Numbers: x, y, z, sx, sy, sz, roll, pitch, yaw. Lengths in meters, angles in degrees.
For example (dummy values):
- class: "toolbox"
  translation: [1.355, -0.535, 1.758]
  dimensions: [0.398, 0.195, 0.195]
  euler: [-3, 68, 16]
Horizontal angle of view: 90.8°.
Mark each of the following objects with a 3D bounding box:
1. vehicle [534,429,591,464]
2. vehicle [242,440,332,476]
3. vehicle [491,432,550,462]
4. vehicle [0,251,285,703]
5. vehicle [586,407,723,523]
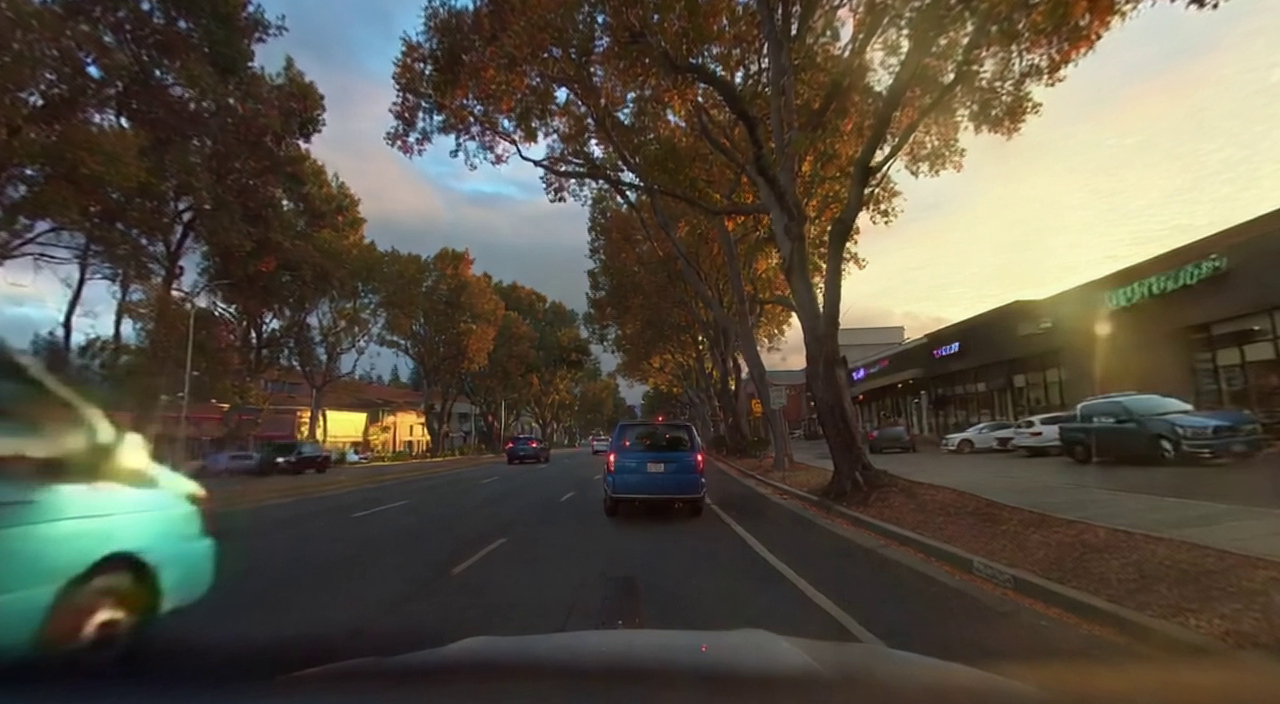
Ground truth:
- class: "vehicle"
  translation: [-4.478, 5.621, 37.523]
  dimensions: [2.154, 1.902, 4.735]
  euler: [-1, -9, 8]
- class: "vehicle"
  translation: [-20.065, 6.032, 36.202]
  dimensions: [2.033, 1.923, 4.658]
  euler: [-1, -9, 6]
- class: "vehicle"
  translation: [-7.517, 6.034, 40.344]
  dimensions: [2.243, 1.783, 4.600]
  euler: [-2, -8, 9]
- class: "vehicle"
  translation: [-3.717, 0.523, 1.510]
  dimensions: [2.486, 2.074, 5.456]
  euler: [0, -8, 1]
- class: "vehicle"
  translation: [0.297, 2.111, 12.234]
  dimensions: [2.173, 1.830, 4.189]
  euler: [0, -8, 2]
